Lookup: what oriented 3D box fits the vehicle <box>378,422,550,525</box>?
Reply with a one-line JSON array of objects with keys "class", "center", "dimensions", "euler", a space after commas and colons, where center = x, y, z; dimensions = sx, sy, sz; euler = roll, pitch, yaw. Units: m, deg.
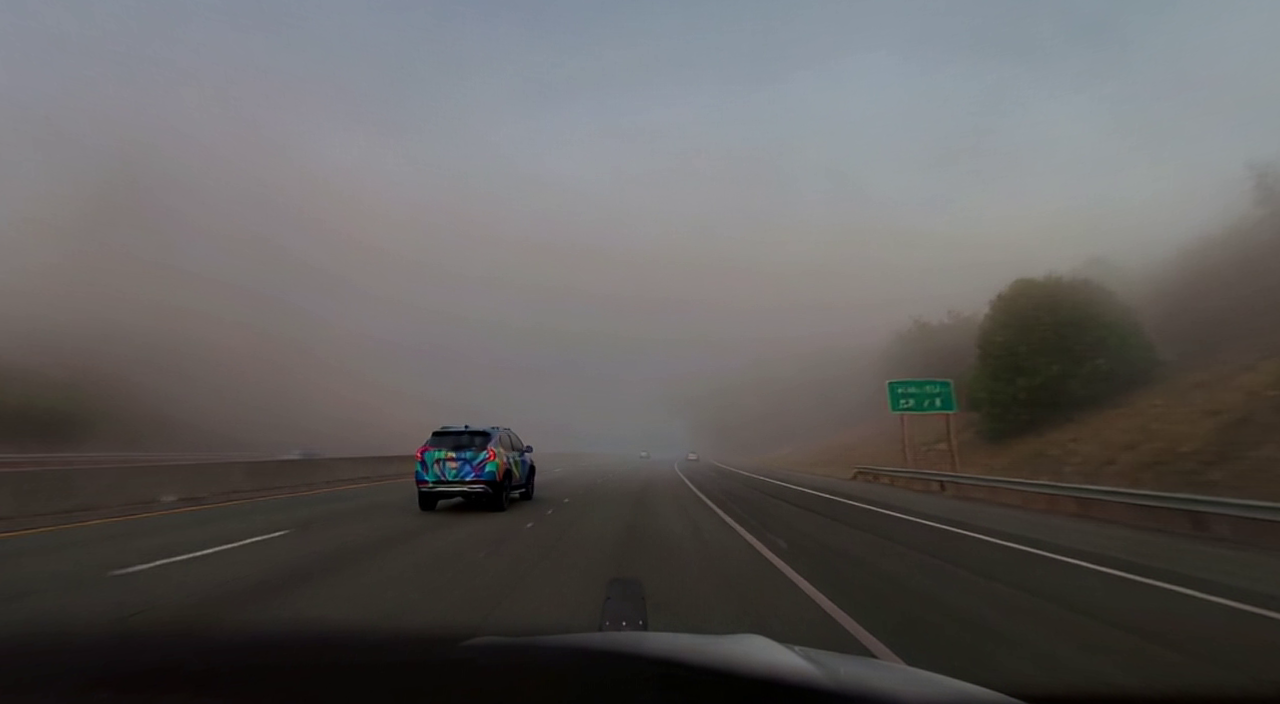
[{"class": "vehicle", "center": [-3.461, 2.500, 13.559], "dimensions": [2.183, 1.803, 4.685], "euler": [0, -8, 2]}]

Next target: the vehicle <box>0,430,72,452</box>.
[{"class": "vehicle", "center": [-44.540, 6.517, 45.919], "dimensions": [1.834, 1.497, 4.697], "euler": [0, -8, 3]}]
